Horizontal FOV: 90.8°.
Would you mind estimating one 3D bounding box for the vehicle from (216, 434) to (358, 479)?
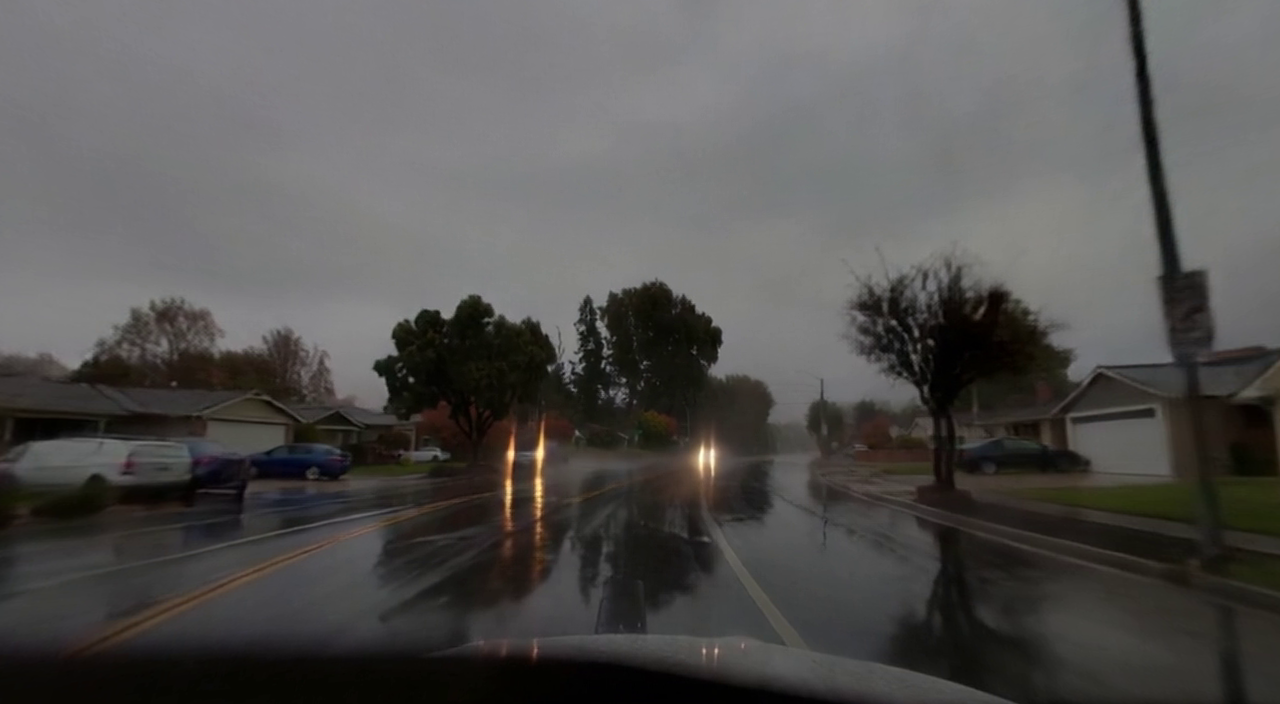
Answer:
[{"bbox_3d":[-17.168,5.126,30.788,6.010,1.935,2.255,-4,-10,14],"label":"vehicle"}]

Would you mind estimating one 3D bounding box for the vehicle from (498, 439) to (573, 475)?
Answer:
[{"bbox_3d":[-5.909,6.060,36.677,2.272,1.920,5.737,-2,-9,12],"label":"vehicle"}]

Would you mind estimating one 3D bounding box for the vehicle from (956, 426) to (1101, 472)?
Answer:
[{"bbox_3d":[17.531,4.470,28.869,5.073,1.729,2.161,-6,-11,16],"label":"vehicle"}]

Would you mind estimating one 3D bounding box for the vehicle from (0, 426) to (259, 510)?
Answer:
[{"bbox_3d":[-14.671,3.255,18.388,2.418,1.969,6.615,-1,-9,7],"label":"vehicle"}]
